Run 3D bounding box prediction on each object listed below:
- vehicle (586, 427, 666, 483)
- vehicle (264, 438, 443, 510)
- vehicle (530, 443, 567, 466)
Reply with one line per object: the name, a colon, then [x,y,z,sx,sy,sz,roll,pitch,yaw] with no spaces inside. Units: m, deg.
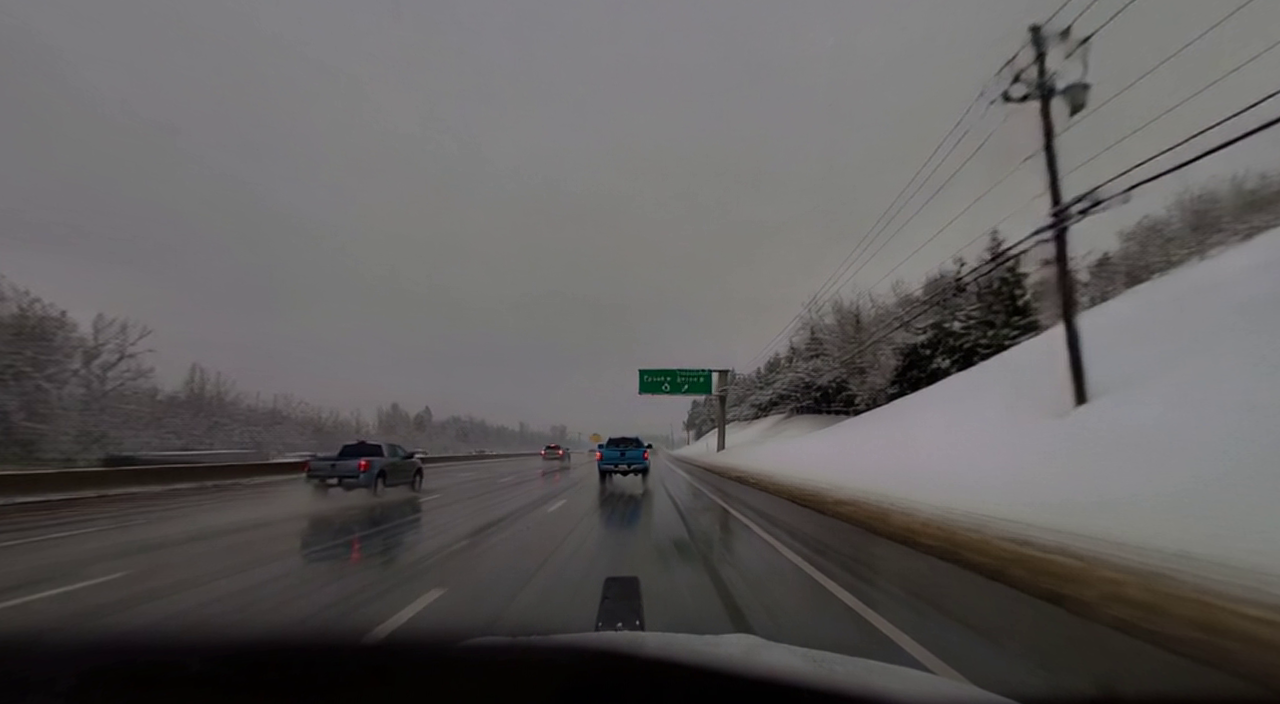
vehicle: [-0.532,4.315,26.651,2.972,2.087,6.126,0,-8,0]
vehicle: [-7.143,3.085,16.520,2.189,1.553,5.202,0,-8,1]
vehicle: [-6.996,7.860,48.478,2.055,1.618,4.457,0,-8,1]
